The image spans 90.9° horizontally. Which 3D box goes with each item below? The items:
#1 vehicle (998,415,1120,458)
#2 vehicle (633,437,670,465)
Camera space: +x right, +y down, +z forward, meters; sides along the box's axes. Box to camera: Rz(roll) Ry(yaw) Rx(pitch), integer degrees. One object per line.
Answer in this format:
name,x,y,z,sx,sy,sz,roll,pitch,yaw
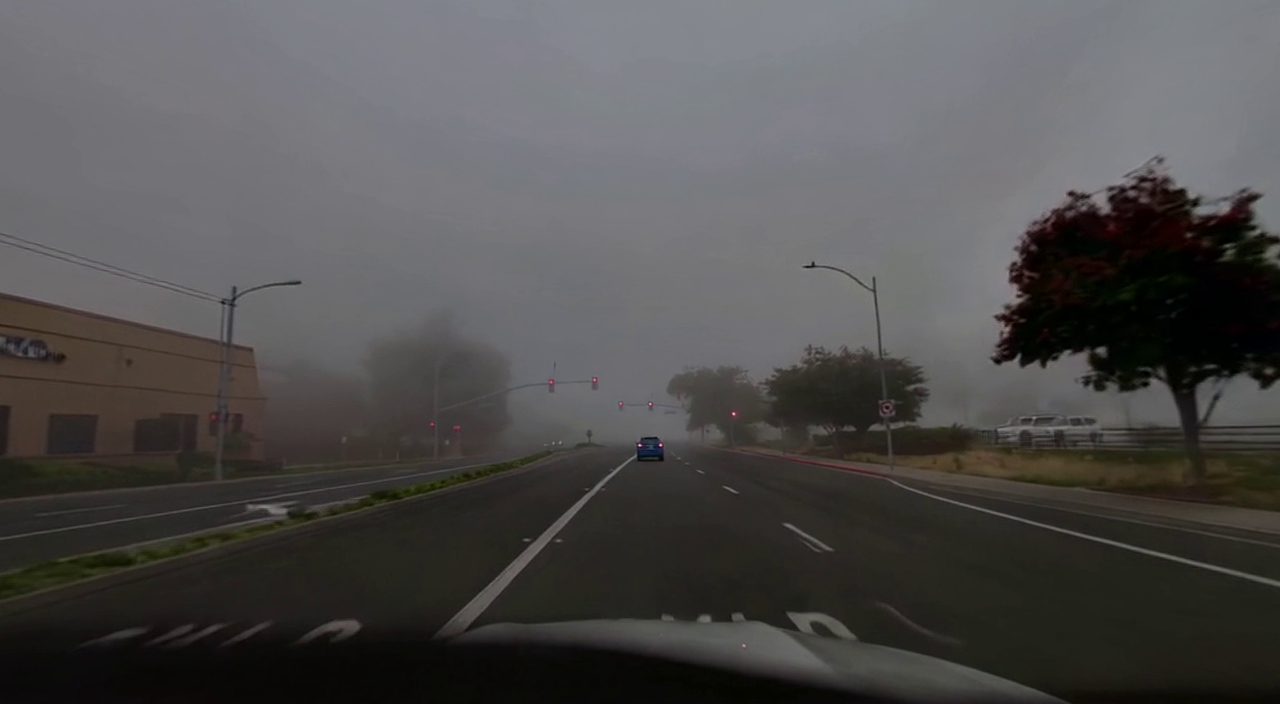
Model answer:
vehicle,23.667,4.887,36.133,2.647,2.185,6.556,-1,-8,2
vehicle,0.598,5.726,36.634,2.028,1.478,4.545,0,-8,-1
